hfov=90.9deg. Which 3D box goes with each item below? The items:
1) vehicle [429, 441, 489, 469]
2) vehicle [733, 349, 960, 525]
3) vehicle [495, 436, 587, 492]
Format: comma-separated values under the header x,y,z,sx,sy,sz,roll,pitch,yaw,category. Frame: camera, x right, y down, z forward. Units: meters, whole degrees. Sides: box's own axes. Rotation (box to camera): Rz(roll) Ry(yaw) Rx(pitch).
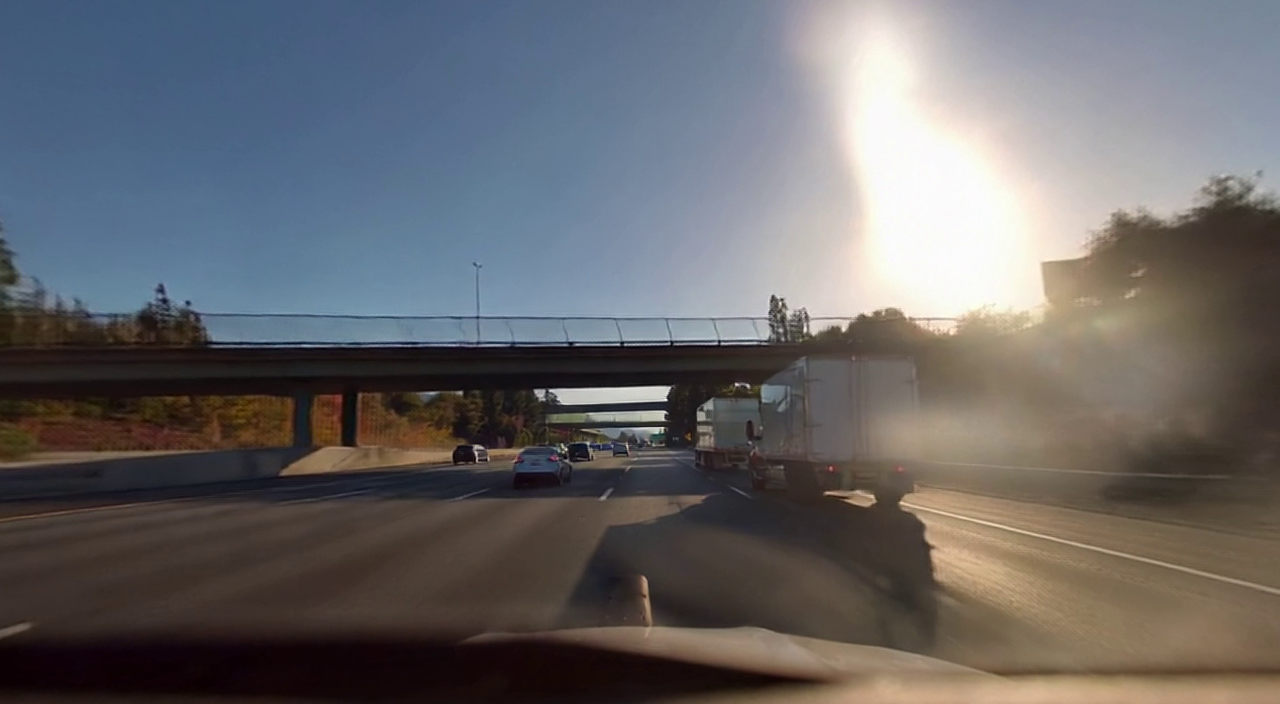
x,y,z,sx,sy,sz,roll,pitch,yaw,category
-10.011,5.729,35.234,1.899,1.465,4.589,0,-8,1,vehicle
4.113,1.978,14.602,2.732,3.052,7.118,0,-8,-1,vehicle
-2.843,3.323,19.100,1.981,1.473,4.317,0,-8,2,vehicle
